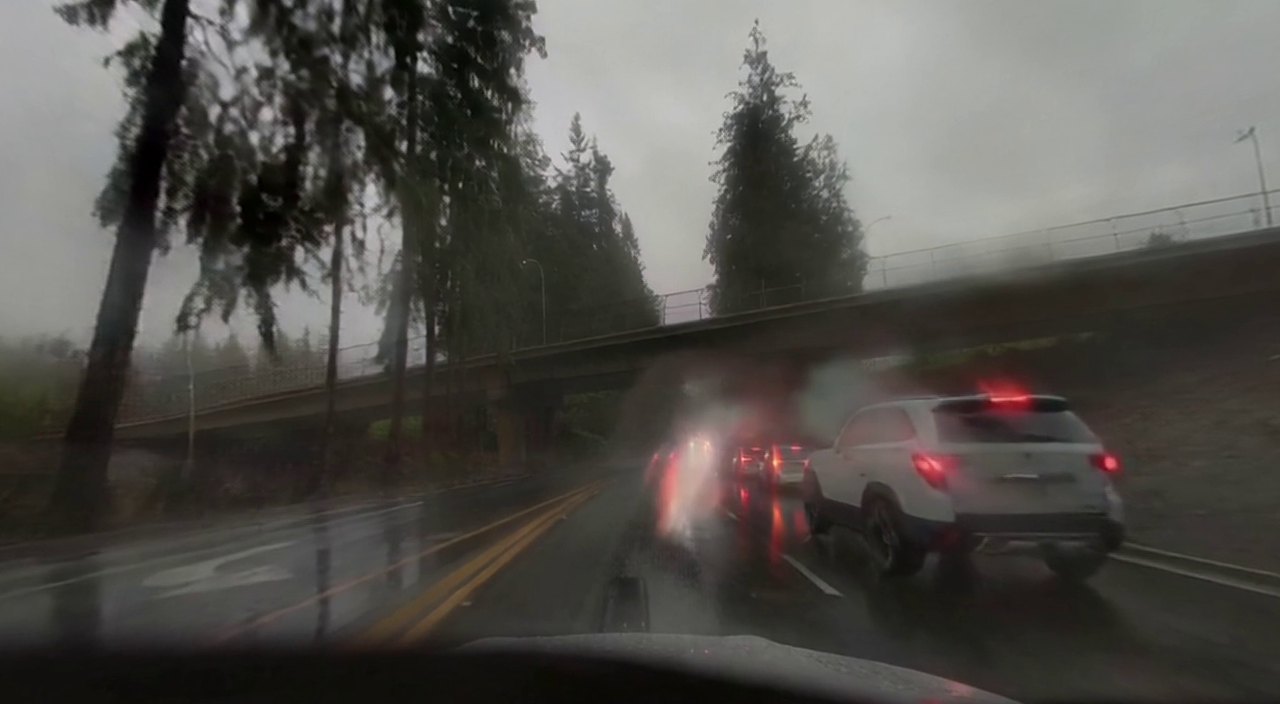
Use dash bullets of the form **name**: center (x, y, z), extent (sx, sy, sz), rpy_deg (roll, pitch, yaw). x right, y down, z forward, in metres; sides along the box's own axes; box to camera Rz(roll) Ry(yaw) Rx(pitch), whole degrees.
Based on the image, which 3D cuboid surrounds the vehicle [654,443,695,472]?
- **vehicle**: center (1.954, 5.778, 34.730), extent (2.078, 1.506, 4.058), rpy_deg (-1, -8, 6)

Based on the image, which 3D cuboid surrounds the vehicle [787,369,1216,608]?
- **vehicle**: center (3.516, 1.462, 7.637), extent (2.273, 1.944, 4.866), rpy_deg (0, -8, 0)
